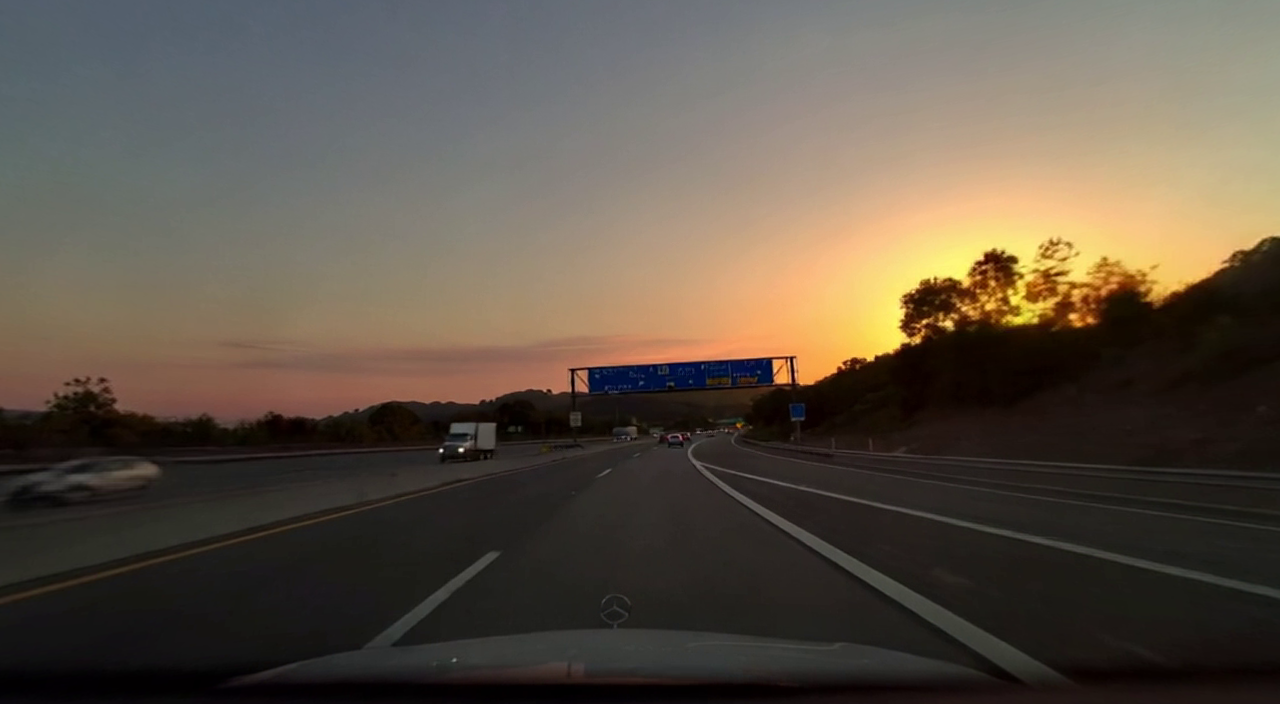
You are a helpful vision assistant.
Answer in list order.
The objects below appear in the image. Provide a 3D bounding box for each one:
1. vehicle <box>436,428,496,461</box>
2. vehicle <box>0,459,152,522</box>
[{"bbox_3d":[-11.353,6.061,41.384,2.174,2.049,5.156,-1,-8,4],"label":"vehicle"},{"bbox_3d":[-15.859,3.717,17.334,1.767,1.405,3.835,0,-8,-1],"label":"vehicle"}]
